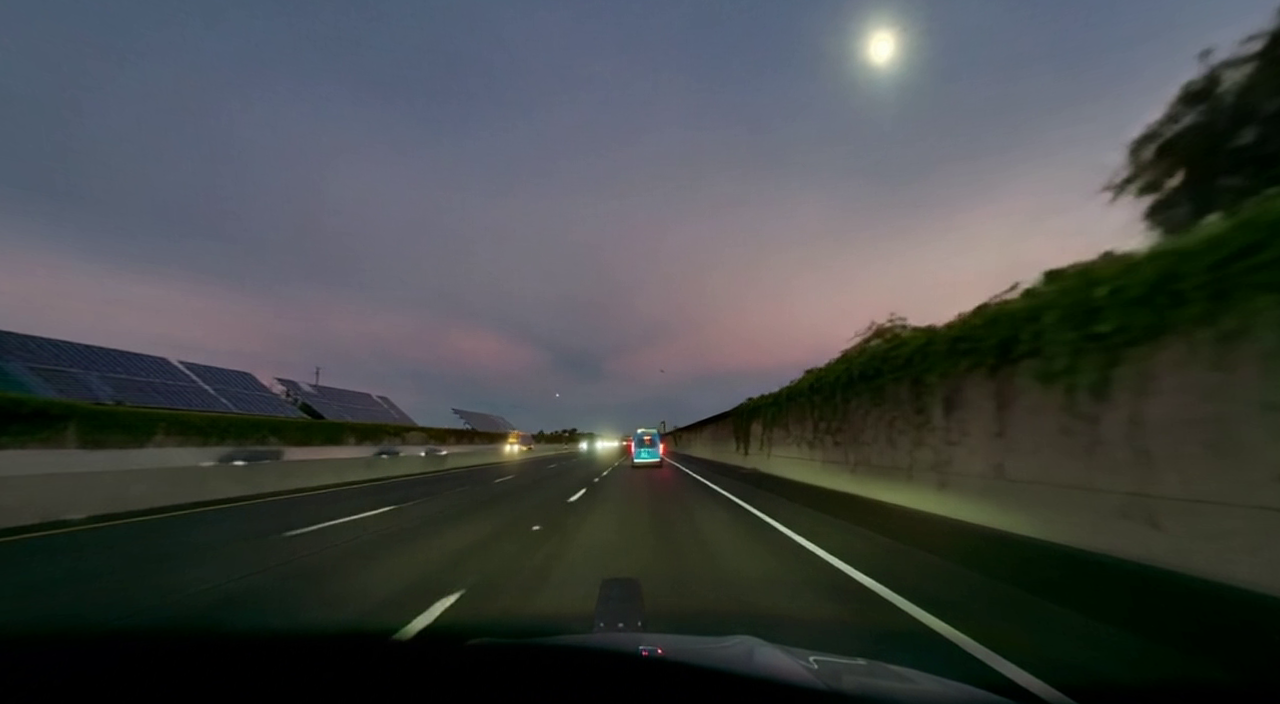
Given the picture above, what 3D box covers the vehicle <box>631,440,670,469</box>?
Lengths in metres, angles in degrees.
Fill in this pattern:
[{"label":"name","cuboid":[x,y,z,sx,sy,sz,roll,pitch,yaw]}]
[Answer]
[{"label":"vehicle","cuboid":[0.550,5.562,34.466,1.997,1.484,3.409,0,-8,0]}]
